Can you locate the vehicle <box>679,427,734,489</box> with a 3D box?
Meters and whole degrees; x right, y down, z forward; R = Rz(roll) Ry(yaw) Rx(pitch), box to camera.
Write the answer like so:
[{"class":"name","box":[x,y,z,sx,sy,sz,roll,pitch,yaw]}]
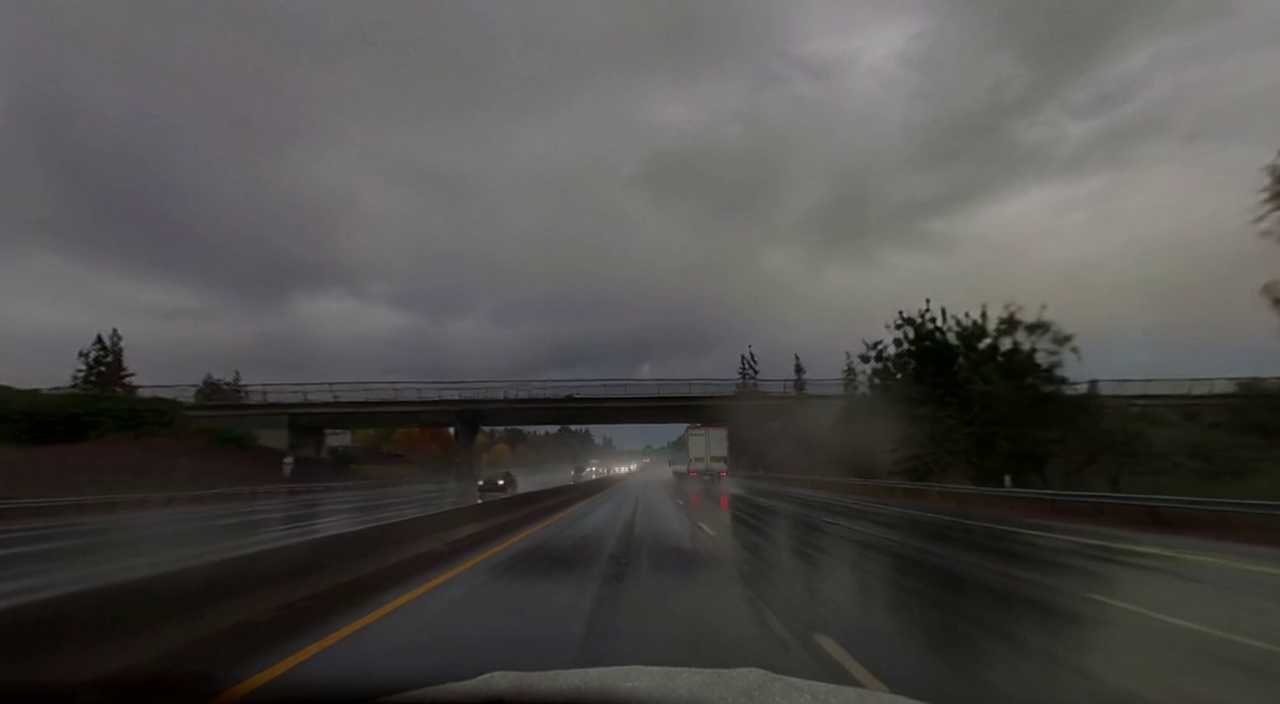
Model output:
[{"class":"vehicle","box":[4.793,8.146,47.963,3.054,4.005,11.895,1,-11,1]}]
